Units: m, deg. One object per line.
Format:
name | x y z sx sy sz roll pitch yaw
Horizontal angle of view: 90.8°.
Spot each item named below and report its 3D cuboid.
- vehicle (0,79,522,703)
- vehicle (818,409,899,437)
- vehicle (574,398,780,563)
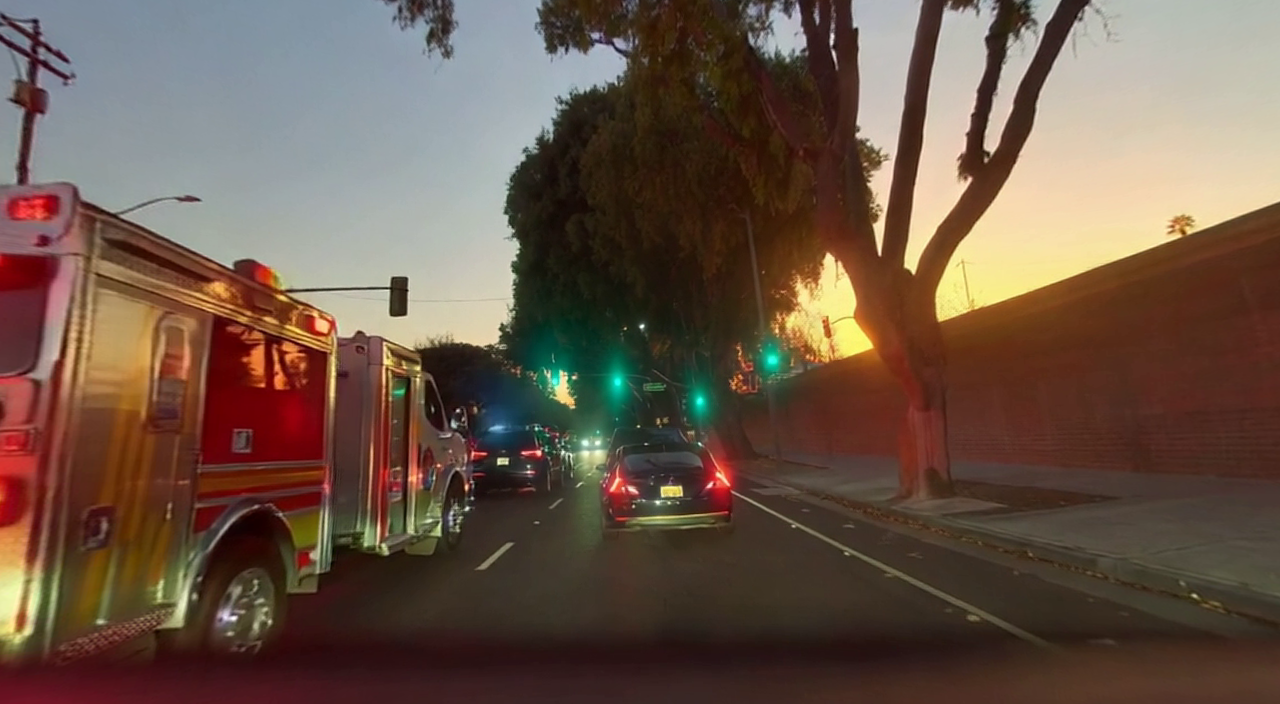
vehicle | -3.544 0.714 6.526 3.504 3.426 7.085 0 -6 -2
vehicle | 14.394 4.719 41.713 4.528 1.704 2.073 1 -9 -12
vehicle | 0.240 1.807 9.657 2.332 1.831 4.930 0 -8 -4
